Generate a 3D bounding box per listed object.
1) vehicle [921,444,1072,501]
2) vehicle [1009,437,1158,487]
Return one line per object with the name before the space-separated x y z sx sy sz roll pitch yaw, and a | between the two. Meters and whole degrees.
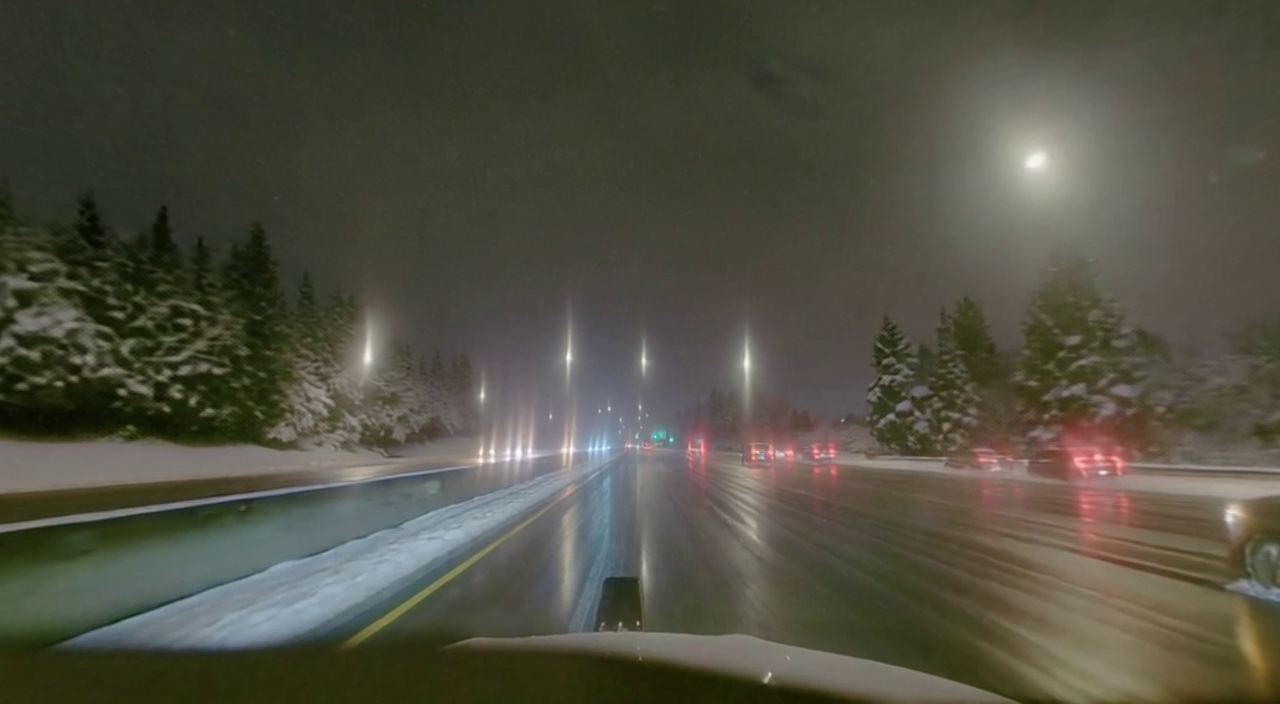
vehicle | 9.867 3.330 17.917 1.836 1.418 4.132 0 -8 -1
vehicle | 16.728 4.145 24.260 2.034 1.698 5.065 0 -8 -1
